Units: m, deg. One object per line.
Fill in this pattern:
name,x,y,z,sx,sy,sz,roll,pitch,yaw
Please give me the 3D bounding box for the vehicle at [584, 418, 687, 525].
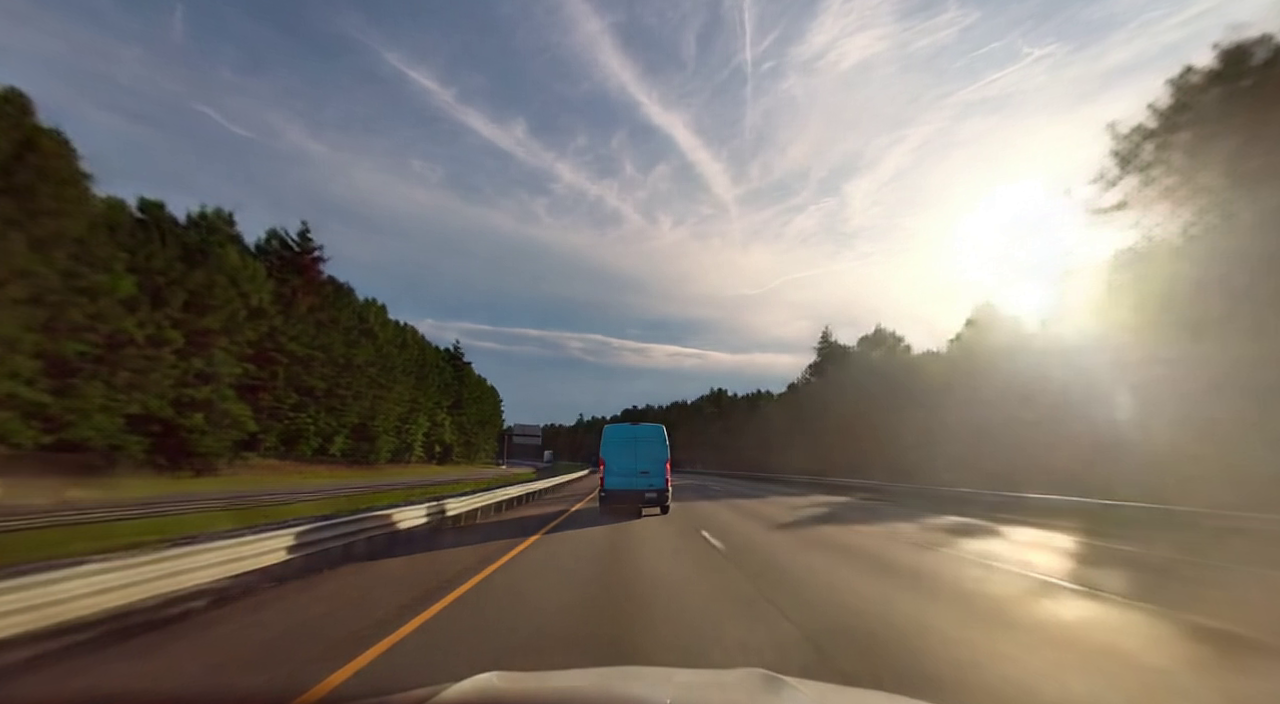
vehicle,-0.199,3.339,17.769,2.375,2.432,6.161,1,-10,-2
